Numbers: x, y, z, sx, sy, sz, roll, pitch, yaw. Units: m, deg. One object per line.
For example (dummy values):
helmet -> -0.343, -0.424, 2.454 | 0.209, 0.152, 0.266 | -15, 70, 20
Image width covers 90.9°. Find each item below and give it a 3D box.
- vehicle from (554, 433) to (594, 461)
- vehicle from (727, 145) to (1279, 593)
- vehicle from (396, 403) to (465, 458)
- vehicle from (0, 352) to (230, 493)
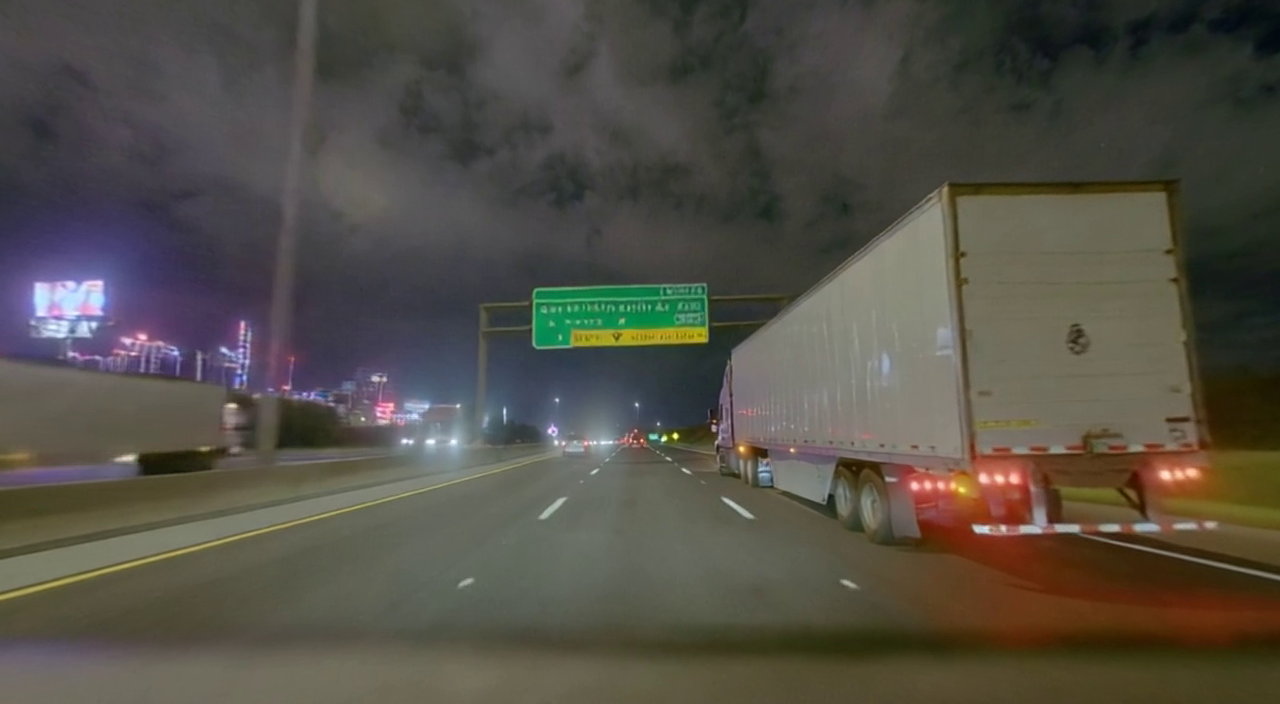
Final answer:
vehicle -> -3.646, 5.322, 35.528 | 1.930, 1.484, 3.849 | 0, -8, -1
vehicle -> 3.944, 0.806, 10.993 | 2.871, 3.815, 11.331 | 0, -8, -2
vehicle -> -15.668, 5.980, 47.656 | 3.132, 3.881, 5.928 | 0, -8, -1
vehicle -> -20.190, 2.516, 21.778 | 2.843, 4.105, 13.825 | 0, -8, -1
